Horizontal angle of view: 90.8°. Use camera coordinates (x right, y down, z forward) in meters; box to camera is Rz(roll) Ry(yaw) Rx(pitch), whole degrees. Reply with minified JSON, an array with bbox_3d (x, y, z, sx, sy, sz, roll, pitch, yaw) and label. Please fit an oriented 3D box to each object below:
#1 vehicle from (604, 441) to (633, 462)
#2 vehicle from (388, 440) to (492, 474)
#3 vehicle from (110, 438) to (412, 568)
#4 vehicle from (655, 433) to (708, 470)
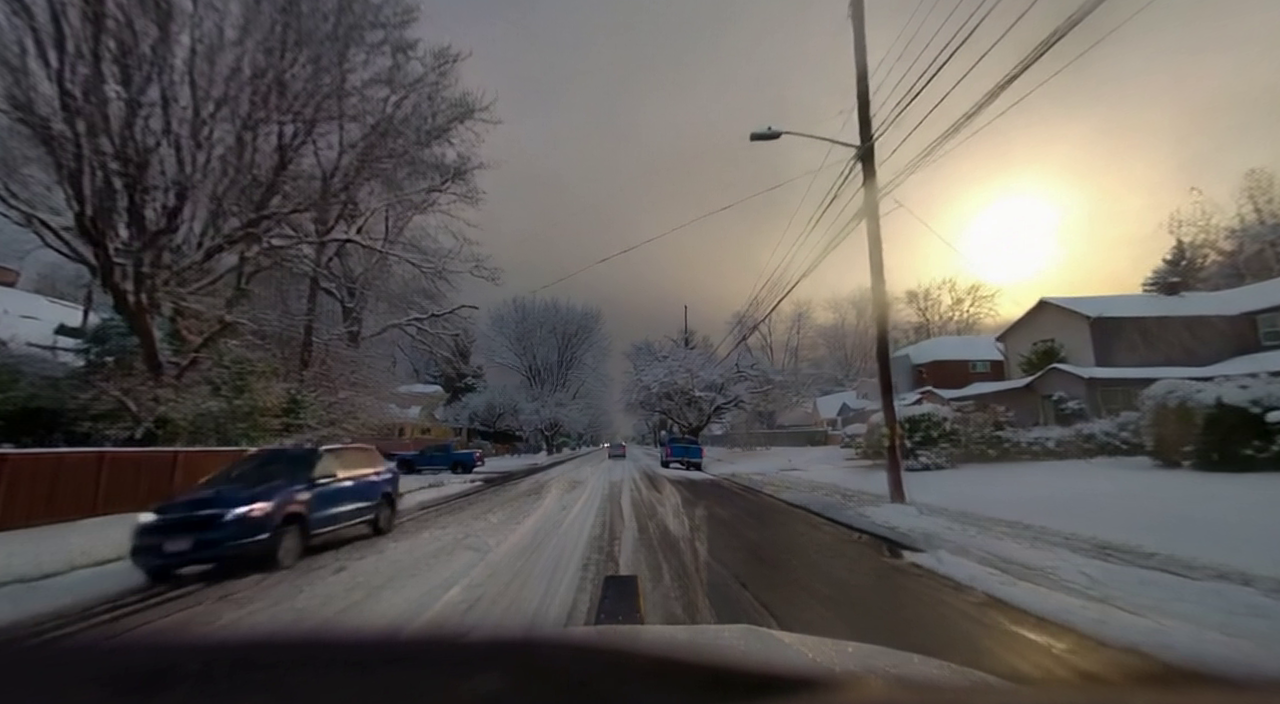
[{"bbox_3d":[-1.595,7.456,47.398,2.064,1.477,3.968,0,-8,-1],"label":"vehicle"},{"bbox_3d":[-10.777,5.676,34.304,4.947,1.769,2.023,0,-8,0],"label":"vehicle"},{"bbox_3d":[-5.263,2.101,9.641,1.926,1.513,4.236,0,-8,1],"label":"vehicle"},{"bbox_3d":[2.224,5.579,35.557,2.394,1.901,5.759,0,-8,-2],"label":"vehicle"}]
